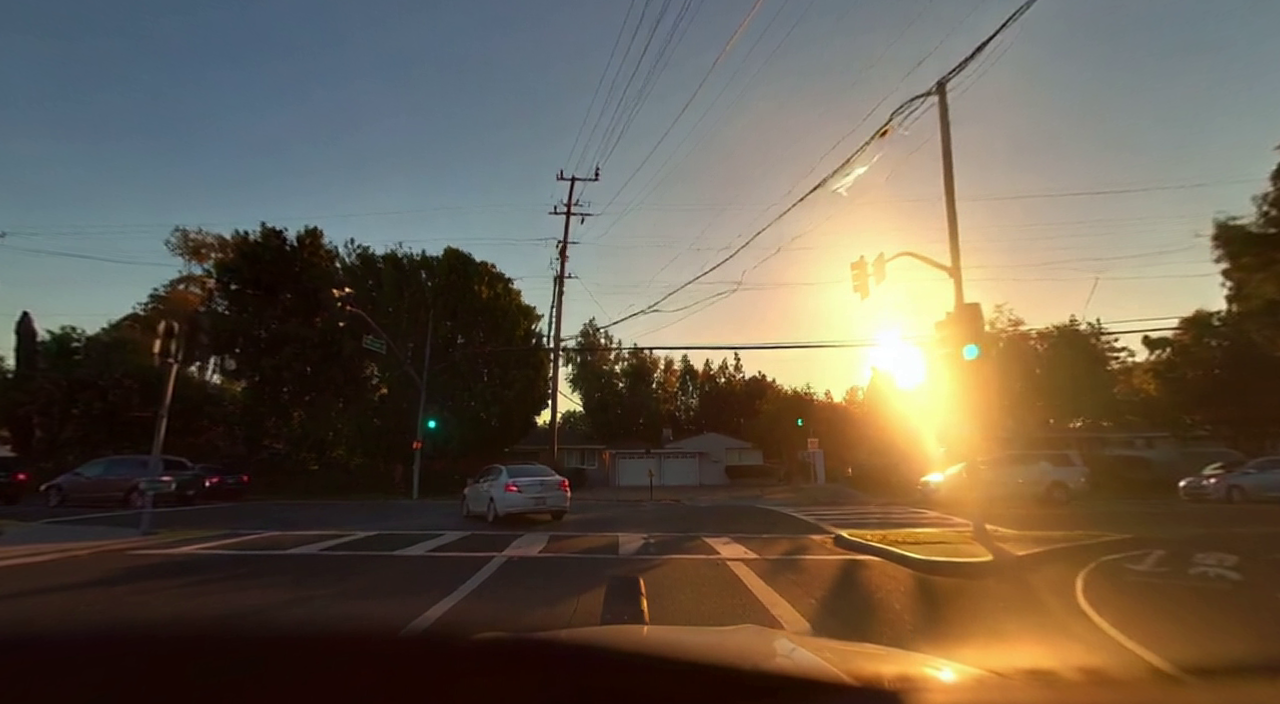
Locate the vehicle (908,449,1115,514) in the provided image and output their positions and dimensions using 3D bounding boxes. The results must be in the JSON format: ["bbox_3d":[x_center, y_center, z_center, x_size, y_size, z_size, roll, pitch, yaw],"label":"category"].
[{"bbox_3d":[10.530,3.674,18.228,4.600,1.722,2.074,-1,-9,5],"label":"vehicle"}]

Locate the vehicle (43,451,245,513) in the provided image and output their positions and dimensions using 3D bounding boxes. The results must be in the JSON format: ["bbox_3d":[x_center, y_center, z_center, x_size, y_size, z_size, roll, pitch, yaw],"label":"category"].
[{"bbox_3d":[-14.405,3.743,18.455,4.485,1.625,1.980,-1,-9,8],"label":"vehicle"}]

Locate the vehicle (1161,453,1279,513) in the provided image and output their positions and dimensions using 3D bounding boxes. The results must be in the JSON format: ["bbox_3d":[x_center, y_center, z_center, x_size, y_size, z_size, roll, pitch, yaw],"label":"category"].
[{"bbox_3d":[17.926,3.693,17.951,4.254,1.558,1.960,-1,-9,5],"label":"vehicle"}]

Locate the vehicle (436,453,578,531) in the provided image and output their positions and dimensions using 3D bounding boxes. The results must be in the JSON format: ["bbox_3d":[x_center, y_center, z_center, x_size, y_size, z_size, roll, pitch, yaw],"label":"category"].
[{"bbox_3d":[-3.391,3.249,15.363,2.078,1.506,4.512,5,-10,-29],"label":"vehicle"}]
